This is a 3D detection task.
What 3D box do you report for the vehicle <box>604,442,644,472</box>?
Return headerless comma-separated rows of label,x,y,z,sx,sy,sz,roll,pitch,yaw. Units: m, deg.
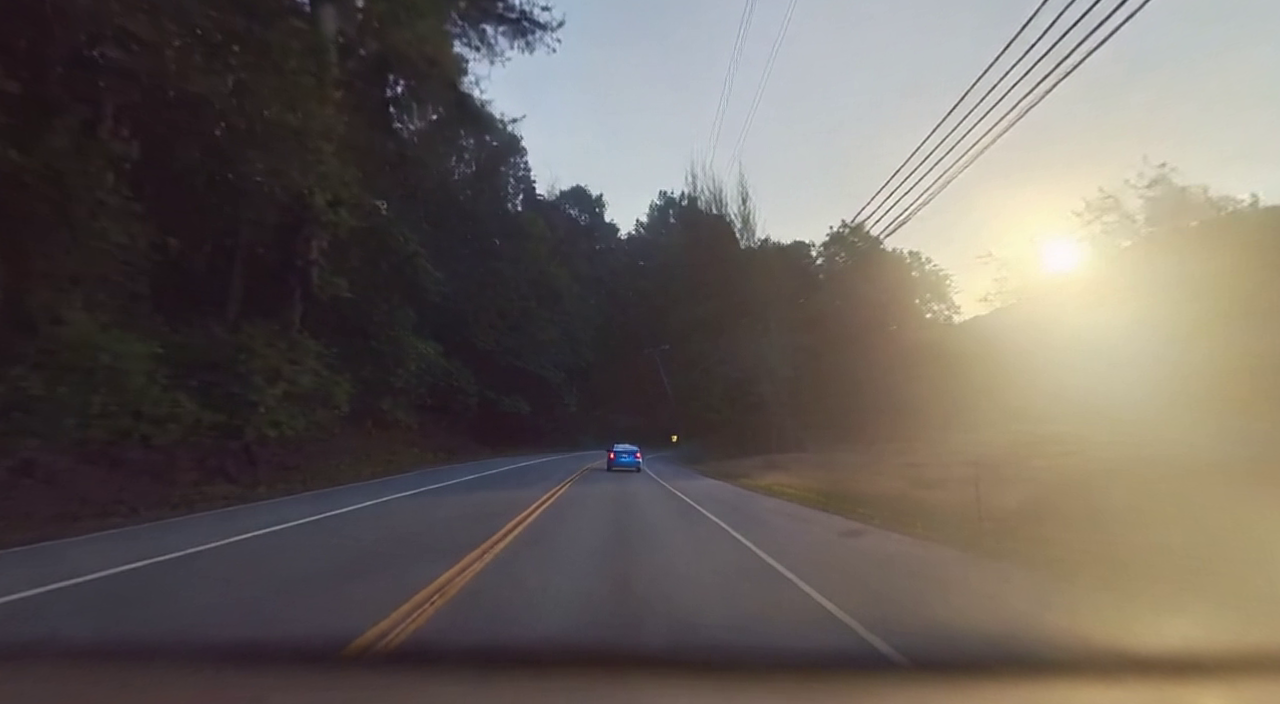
vehicle,-0.893,5.772,34.930,2.059,1.524,3.963,1,-9,-1
